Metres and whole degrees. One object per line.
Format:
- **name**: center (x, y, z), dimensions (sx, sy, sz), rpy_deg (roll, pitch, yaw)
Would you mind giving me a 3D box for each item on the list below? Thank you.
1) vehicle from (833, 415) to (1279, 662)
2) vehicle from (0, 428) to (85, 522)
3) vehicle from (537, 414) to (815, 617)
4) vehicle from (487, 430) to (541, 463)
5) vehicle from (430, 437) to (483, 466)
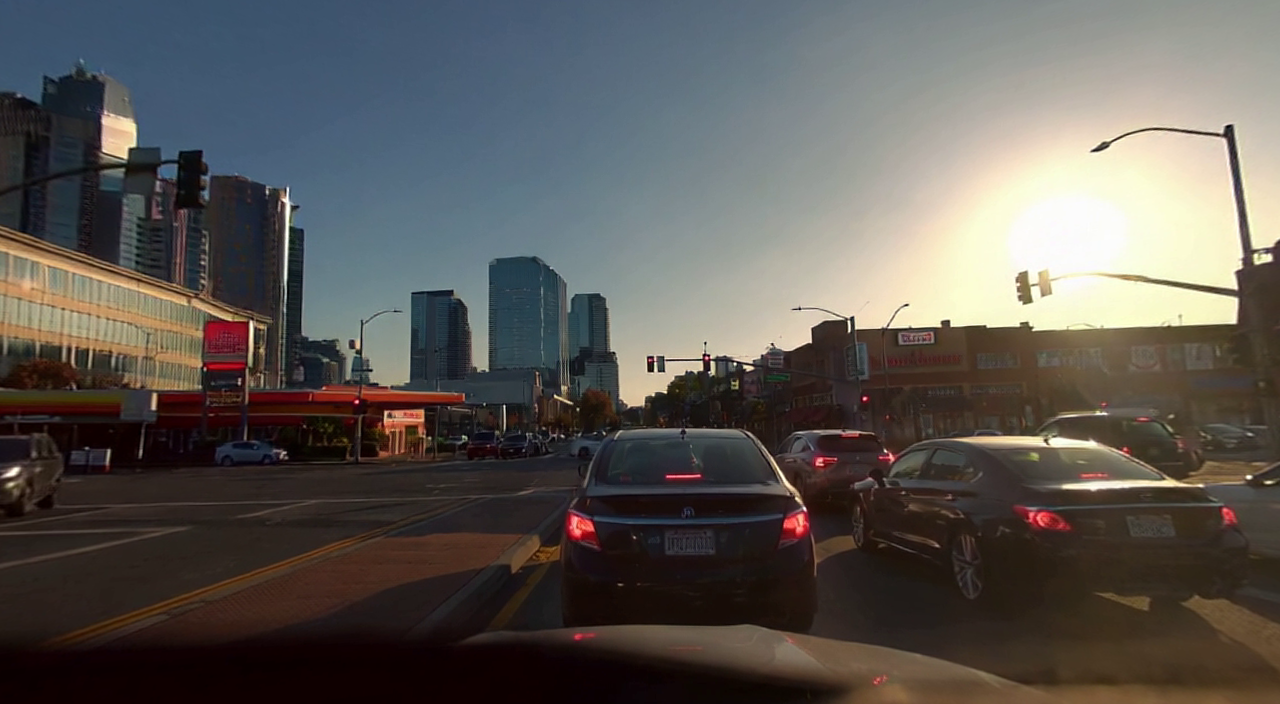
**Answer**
- **vehicle**: center (3.522, 1.460, 6.122), dimensions (1.883, 1.480, 4.489), rpy_deg (0, -8, 0)
- **vehicle**: center (-13.977, 2.631, 13.940), dimensions (2.203, 1.783, 4.841), rpy_deg (6, -10, -38)
- **vehicle**: center (0.214, 1.507, 6.731), dimensions (2.073, 1.496, 3.892), rpy_deg (0, -8, -2)
- **vehicle**: center (-8.811, 6.715, 44.663), dimensions (2.710, 2.022, 5.889), rpy_deg (-2, -9, -1)
- **vehicle**: center (-12.117, 6.584, 41.907), dimensions (2.122, 1.829, 4.559), rpy_deg (0, -8, 0)
